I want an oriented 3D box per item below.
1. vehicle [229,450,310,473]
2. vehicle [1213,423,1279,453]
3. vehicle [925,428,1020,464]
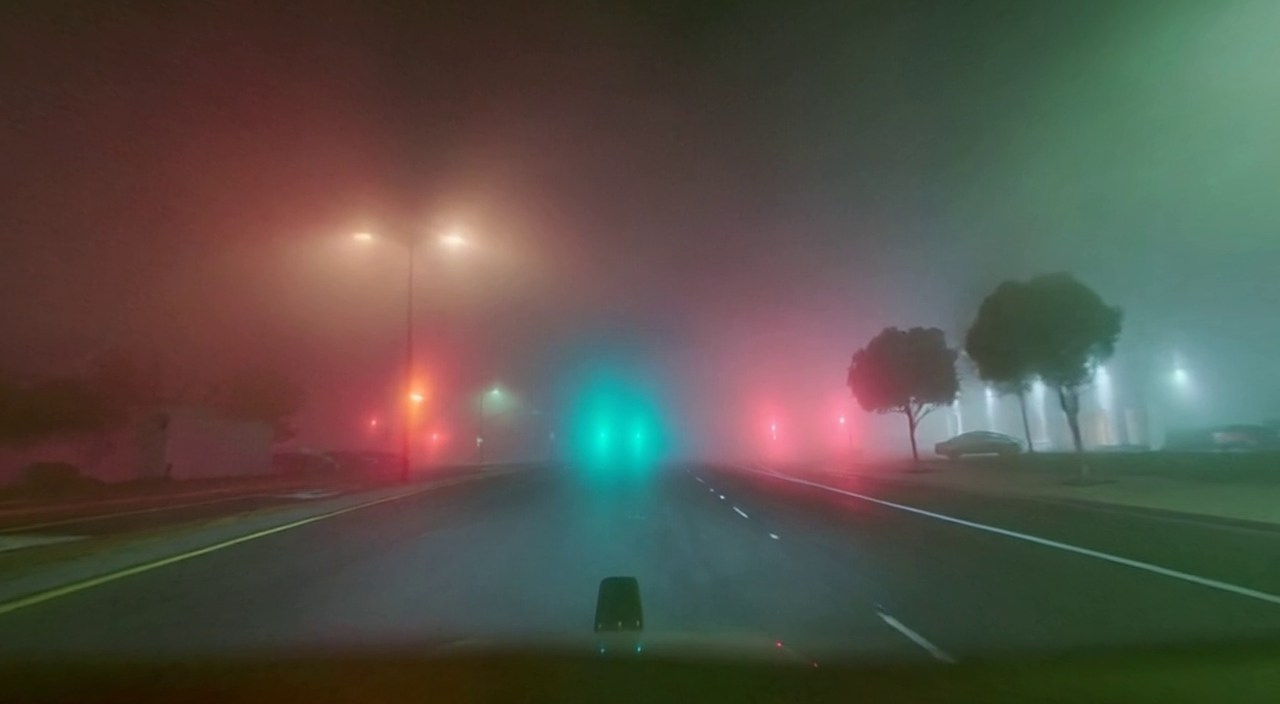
[{"bbox_3d":[-28.467,8.396,48.653,4.913,1.677,2.032,0,-9,-1],"label":"vehicle"},{"bbox_3d":[31.955,4.381,32.213,1.574,1.448,3.558,3,-9,-23],"label":"vehicle"},{"bbox_3d":[19.609,5.573,37.533,2.074,1.959,4.793,3,-9,-18],"label":"vehicle"}]
